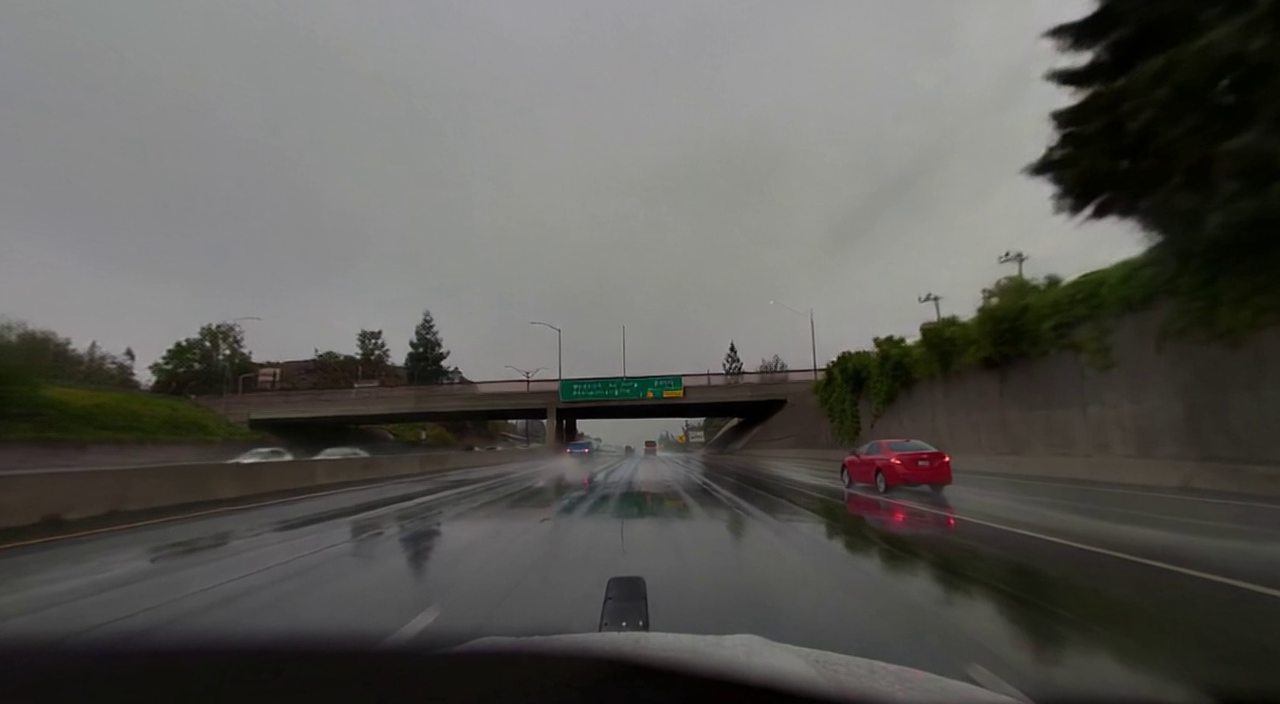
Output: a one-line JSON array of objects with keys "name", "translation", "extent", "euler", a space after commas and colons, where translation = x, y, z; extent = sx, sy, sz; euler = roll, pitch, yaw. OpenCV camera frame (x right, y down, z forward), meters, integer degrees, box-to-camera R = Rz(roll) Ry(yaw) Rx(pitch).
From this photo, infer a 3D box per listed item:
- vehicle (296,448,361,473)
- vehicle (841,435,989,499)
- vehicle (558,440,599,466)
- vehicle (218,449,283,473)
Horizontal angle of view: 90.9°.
[{"name": "vehicle", "translation": [-20.964, 7.298, 42.725], "extent": [1.927, 1.515, 4.771], "euler": [0, -8, 0]}, {"name": "vehicle", "translation": [7.158, 3.024, 17.042], "extent": [1.914, 1.465, 4.574], "euler": [0, -8, 0]}, {"name": "vehicle", "translation": [-3.805, 6.376, 39.860], "extent": [2.085, 1.533, 4.861], "euler": [0, -8, 1]}, {"name": "vehicle", "translation": [-28.255, 7.887, 45.892], "extent": [1.847, 1.645, 4.418], "euler": [0, -8, 1]}]
